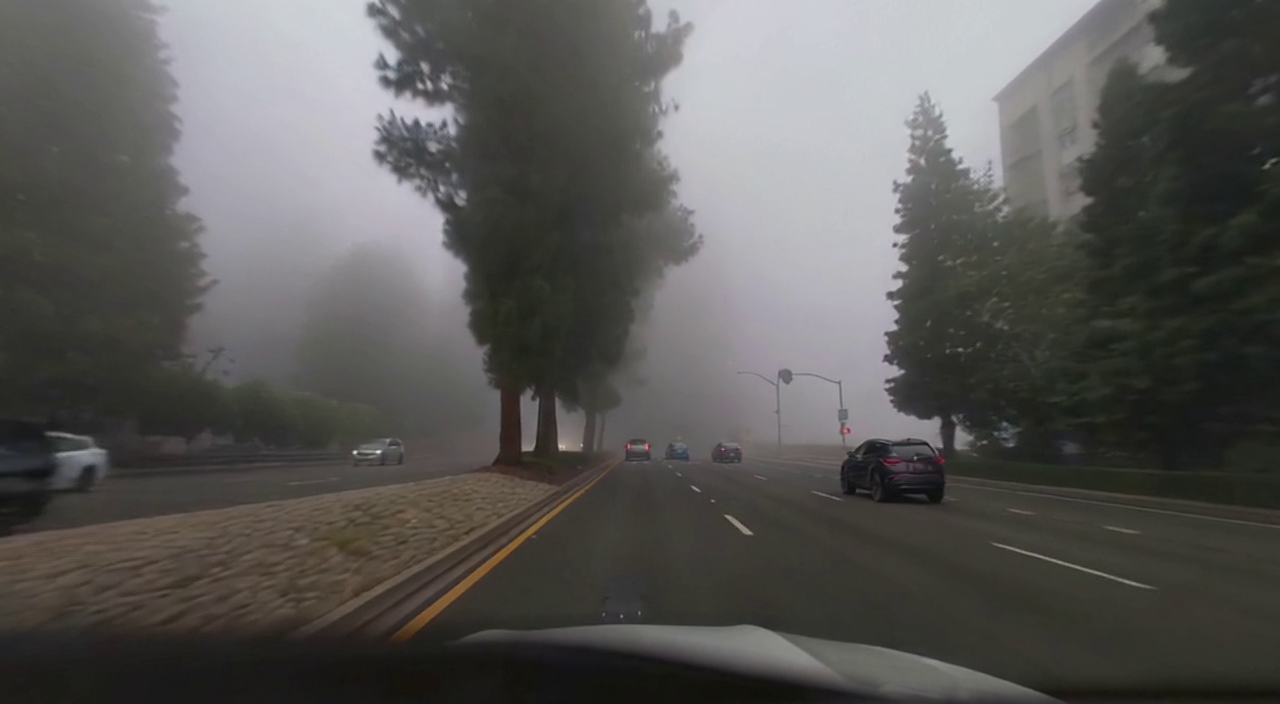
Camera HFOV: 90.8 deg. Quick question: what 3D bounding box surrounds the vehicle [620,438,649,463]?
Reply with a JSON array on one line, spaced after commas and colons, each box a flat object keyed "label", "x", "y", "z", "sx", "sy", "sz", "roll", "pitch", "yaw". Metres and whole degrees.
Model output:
[{"label": "vehicle", "x": -0.433, "y": 7.500, "z": 48.350, "sx": 2.146, "sy": 1.800, "sz": 4.042, "roll": 1, "pitch": -8, "yaw": -1}]

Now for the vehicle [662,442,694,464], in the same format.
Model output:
[{"label": "vehicle", "x": 2.811, "y": 7.496, "z": 47.138, "sx": 1.930, "sy": 1.483, "sz": 4.471, "roll": 1, "pitch": -8, "yaw": -2}]

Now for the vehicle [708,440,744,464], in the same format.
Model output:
[{"label": "vehicle", "x": 6.186, "y": 7.243, "z": 45.957, "sx": 1.931, "sy": 1.685, "sz": 4.054, "roll": 1, "pitch": -8, "yaw": -2}]

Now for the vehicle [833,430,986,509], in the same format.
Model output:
[{"label": "vehicle", "x": 6.749, "y": 2.969, "z": 16.459, "sx": 1.987, "sy": 1.730, "sz": 4.373, "roll": 1, "pitch": -8, "yaw": -1}]

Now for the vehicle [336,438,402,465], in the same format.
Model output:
[{"label": "vehicle", "x": -17.676, "y": 6.507, "z": 41.477, "sx": 2.005, "sy": 1.628, "sz": 4.940, "roll": 0, "pitch": -8, "yaw": 1}]
